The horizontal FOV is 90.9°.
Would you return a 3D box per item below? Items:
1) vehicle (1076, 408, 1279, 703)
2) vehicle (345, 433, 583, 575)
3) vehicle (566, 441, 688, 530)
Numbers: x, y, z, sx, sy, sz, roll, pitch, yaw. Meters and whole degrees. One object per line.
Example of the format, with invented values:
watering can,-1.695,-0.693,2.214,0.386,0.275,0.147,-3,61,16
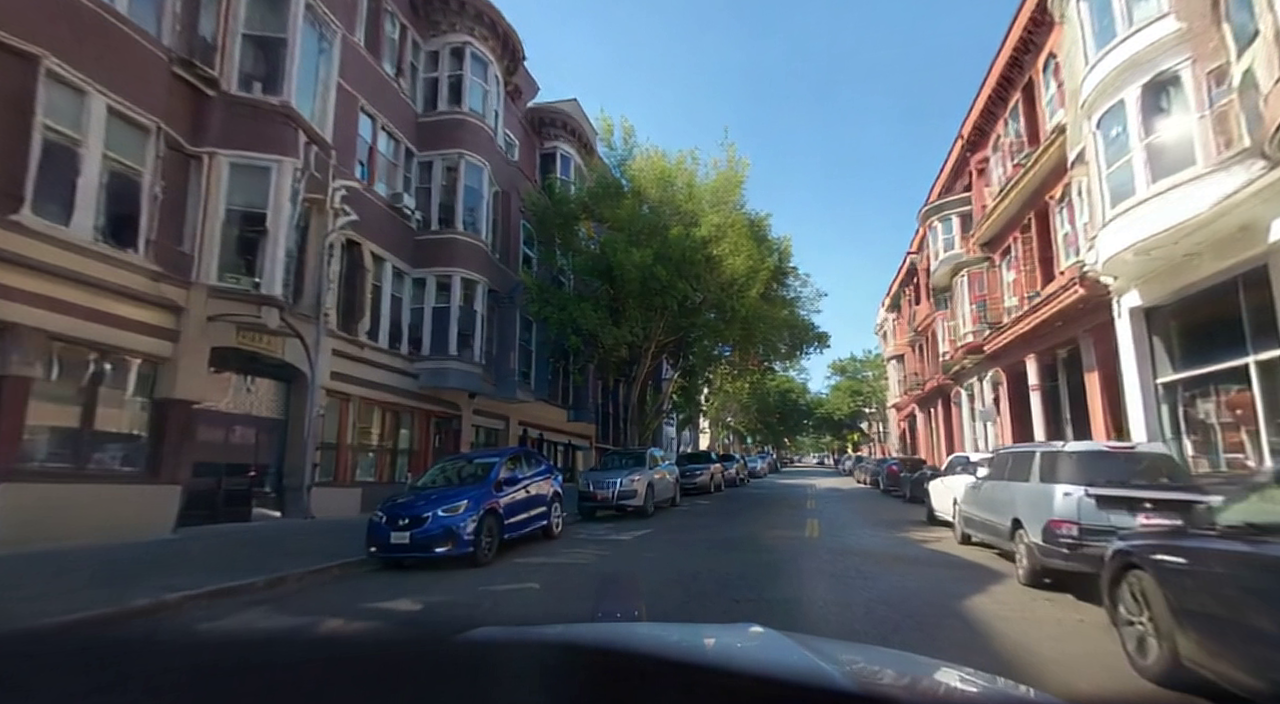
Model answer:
vehicle,3.166,0.848,1.553,1.925,1.481,4.653,-2,-8,15
vehicle,-2.240,1.941,8.855,1.875,1.564,2.982,-2,-7,16
vehicle,-0.154,3.035,15.051,1.867,1.519,3.920,0,-4,15
